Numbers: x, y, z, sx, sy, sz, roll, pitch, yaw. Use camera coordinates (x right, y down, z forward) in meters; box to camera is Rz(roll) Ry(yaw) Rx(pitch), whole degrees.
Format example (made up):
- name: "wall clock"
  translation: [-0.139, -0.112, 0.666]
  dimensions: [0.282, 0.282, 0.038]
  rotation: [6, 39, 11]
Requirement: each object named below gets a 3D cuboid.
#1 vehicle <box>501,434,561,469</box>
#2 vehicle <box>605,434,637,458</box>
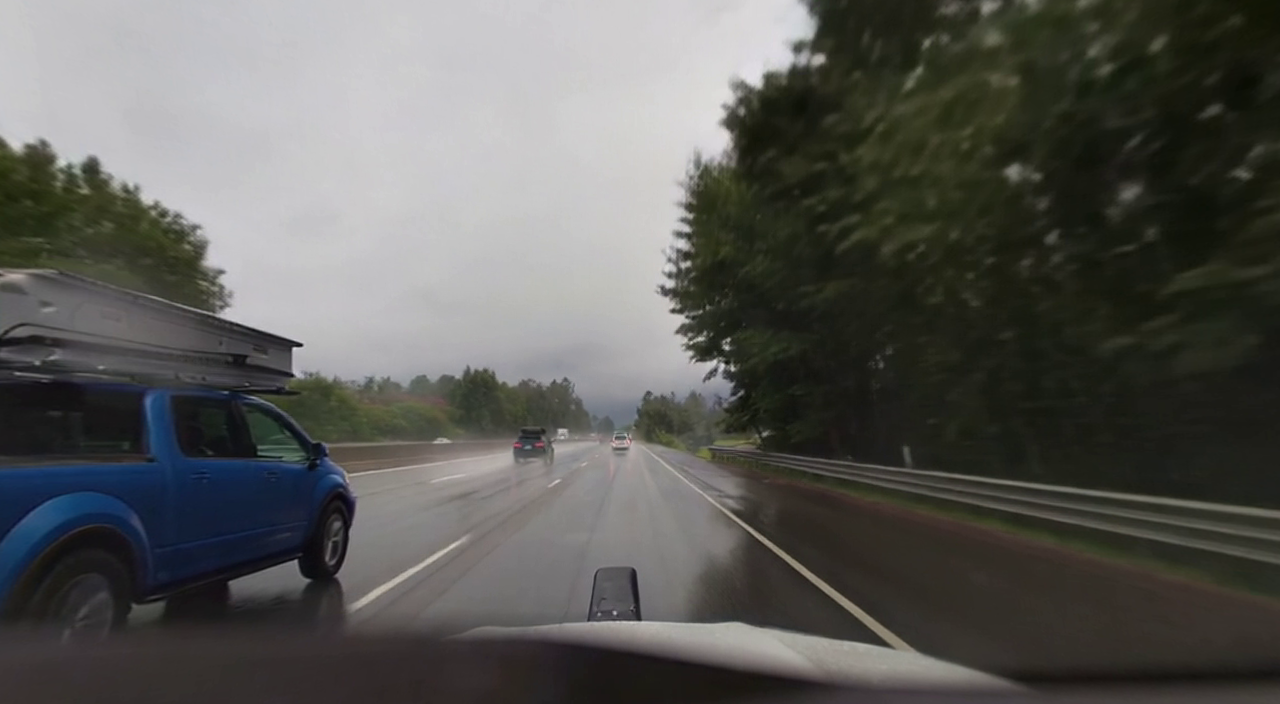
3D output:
- name: "vehicle"
  translation: [-5.244, 4.849, 30.958]
  dimensions: [2.189, 1.580, 4.607]
  rotation: [0, -8, 0]
- name: "vehicle"
  translation: [-1.294, 6.635, 44.562]
  dimensions: [2.151, 1.618, 3.898]
  rotation: [0, -8, -1]
